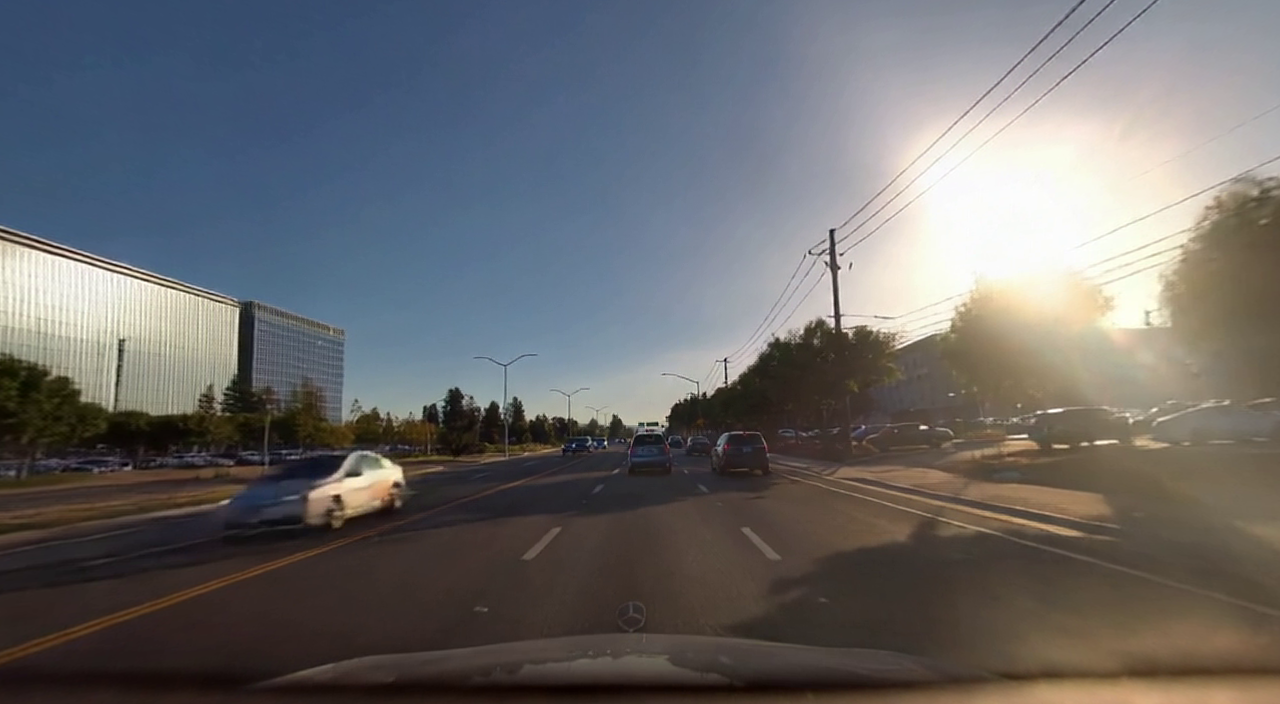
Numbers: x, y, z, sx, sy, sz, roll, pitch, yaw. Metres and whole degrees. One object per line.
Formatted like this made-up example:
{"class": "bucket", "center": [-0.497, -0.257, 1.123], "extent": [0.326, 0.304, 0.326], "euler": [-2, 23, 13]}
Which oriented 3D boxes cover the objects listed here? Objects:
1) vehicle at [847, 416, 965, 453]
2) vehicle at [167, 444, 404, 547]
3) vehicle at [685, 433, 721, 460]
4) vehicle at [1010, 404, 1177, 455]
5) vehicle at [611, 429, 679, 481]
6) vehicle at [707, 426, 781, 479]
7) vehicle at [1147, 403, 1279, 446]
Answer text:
{"class": "vehicle", "center": [15.225, 4.749, 36.199], "extent": [5.731, 1.720, 2.822], "euler": [-8, -10, 31]}
{"class": "vehicle", "center": [-6.263, 2.525, 11.880], "extent": [1.947, 1.541, 4.280], "euler": [0, -8, 0]}
{"class": "vehicle", "center": [4.225, 6.383, 42.830], "extent": [2.024, 1.711, 4.512], "euler": [0, -8, 0]}
{"class": "vehicle", "center": [16.012, 2.766, 22.430], "extent": [4.392, 1.709, 2.002], "euler": [0, -8, -2]}
{"class": "vehicle", "center": [0.186, 3.625, 22.347], "extent": [2.200, 1.653, 4.127], "euler": [0, -8, 1]}
{"class": "vehicle", "center": [3.588, 3.559, 22.465], "extent": [1.914, 1.698, 4.049], "euler": [0, -8, 0]}
{"class": "vehicle", "center": [21.656, 2.657, 22.983], "extent": [4.641, 1.477, 1.844], "euler": [-1, -8, 0]}
